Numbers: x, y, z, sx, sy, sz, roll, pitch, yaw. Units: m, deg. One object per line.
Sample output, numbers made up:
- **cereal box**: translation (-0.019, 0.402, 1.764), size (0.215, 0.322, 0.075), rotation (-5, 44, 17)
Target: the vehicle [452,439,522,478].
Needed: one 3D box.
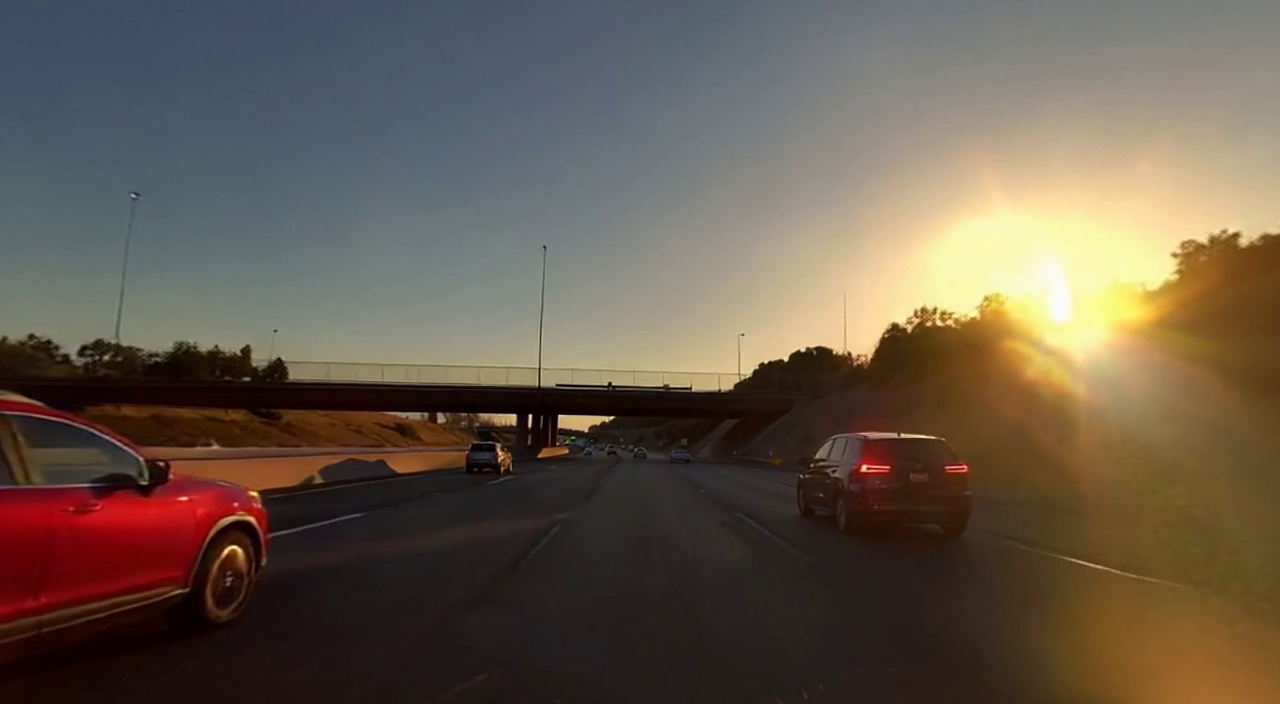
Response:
- **vehicle**: translation (-7.248, 5.097, 30.333), size (2.095, 1.696, 4.680), rotation (-1, -9, 2)

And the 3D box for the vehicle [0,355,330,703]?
- **vehicle**: translation (-3.996, 0.997, 3.471), size (2.214, 1.743, 4.465), rotation (0, -9, 1)

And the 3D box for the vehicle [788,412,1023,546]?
- **vehicle**: translation (4.322, 2.157, 11.315), size (2.153, 1.860, 4.689), rotation (0, -9, 0)
